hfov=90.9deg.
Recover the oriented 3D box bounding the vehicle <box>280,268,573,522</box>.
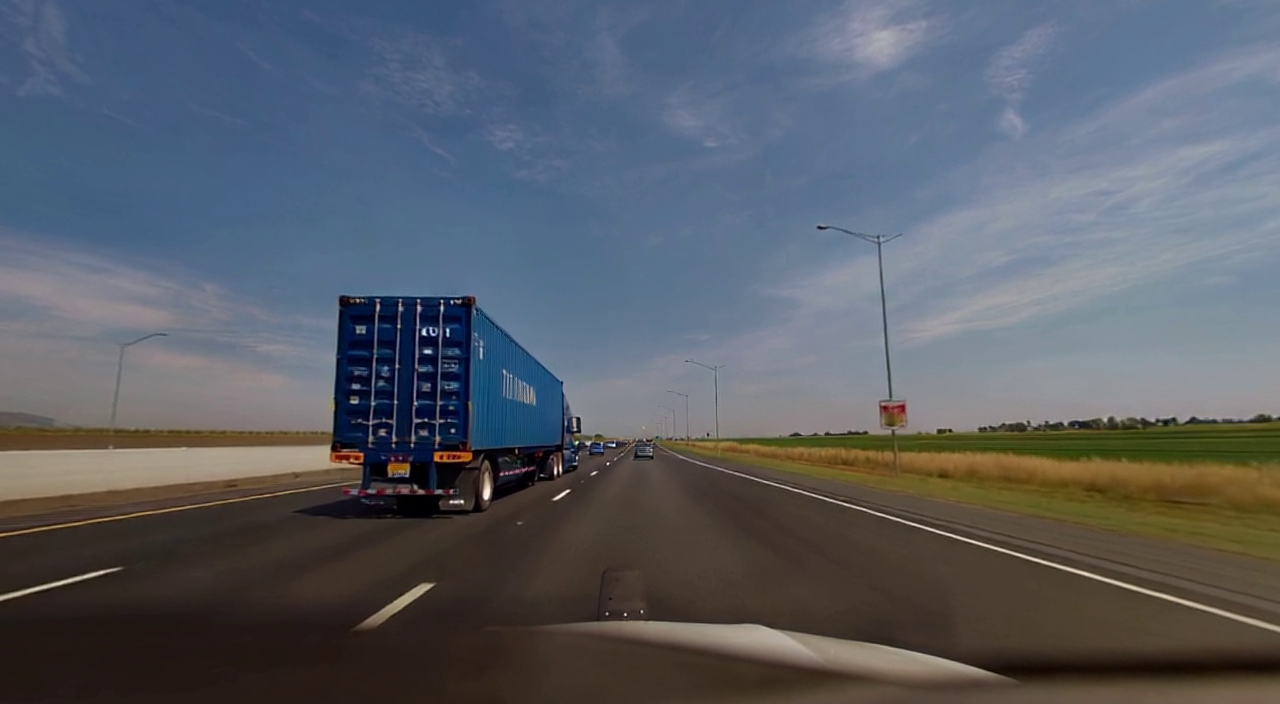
[{"bbox_3d":[-4.052,1.596,16.677,2.840,4.032,13.388,0,-8,1],"label":"vehicle"}]

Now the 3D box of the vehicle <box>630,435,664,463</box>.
[{"bbox_3d":[0.442,6.342,41.483,2.136,1.718,4.157,0,-8,0],"label":"vehicle"}]
